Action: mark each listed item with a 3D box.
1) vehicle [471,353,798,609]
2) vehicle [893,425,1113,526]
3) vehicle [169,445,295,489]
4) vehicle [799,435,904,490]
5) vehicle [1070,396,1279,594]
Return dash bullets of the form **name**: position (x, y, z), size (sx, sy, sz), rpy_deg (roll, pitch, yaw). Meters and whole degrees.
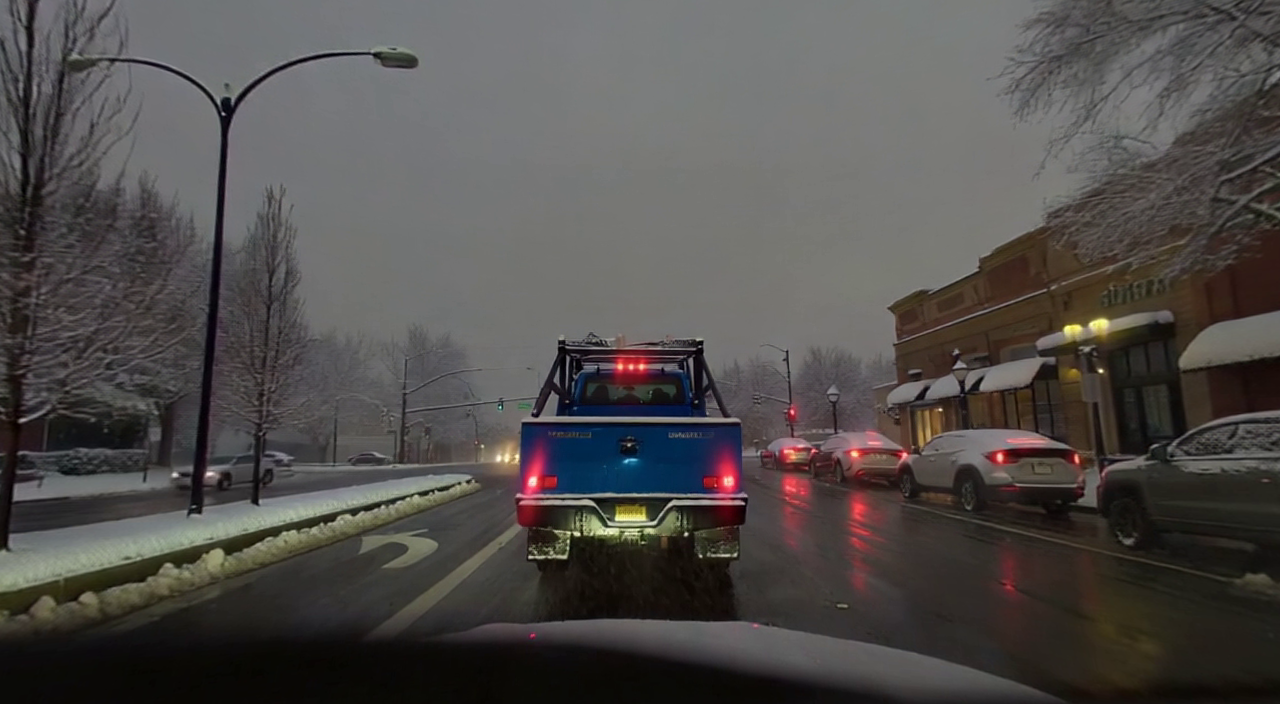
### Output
- **vehicle**: position (-0.098, 1.478, 8.158), size (2.682, 2.117, 5.706), rpy_deg (0, -9, -1)
- **vehicle**: position (7.069, 2.434, 12.965), size (1.931, 1.692, 4.267), rpy_deg (0, -9, 0)
- **vehicle**: position (-19.459, 5.483, 30.582), size (2.205, 1.916, 5.771), rpy_deg (0, -9, 0)
- **vehicle**: position (7.066, 3.739, 21.620), size (1.953, 1.665, 4.327), rpy_deg (0, -9, -2)
- **vehicle**: position (6.818, 1.362, 6.169), size (2.023, 1.771, 4.488), rpy_deg (0, -9, 0)
